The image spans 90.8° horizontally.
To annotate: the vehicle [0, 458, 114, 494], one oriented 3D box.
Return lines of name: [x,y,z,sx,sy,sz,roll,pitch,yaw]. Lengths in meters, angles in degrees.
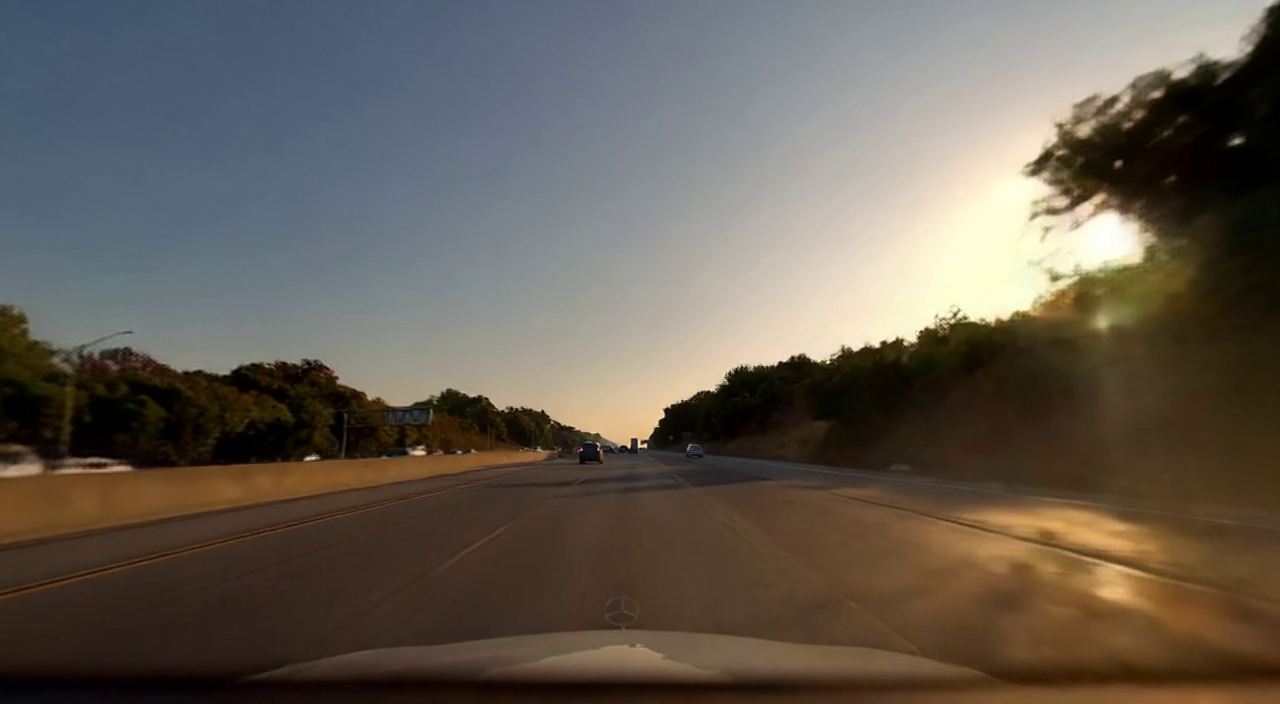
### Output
vehicle: [-28.424,5.947,30.599,1.879,1.475,4.688,0,-9,-1]
